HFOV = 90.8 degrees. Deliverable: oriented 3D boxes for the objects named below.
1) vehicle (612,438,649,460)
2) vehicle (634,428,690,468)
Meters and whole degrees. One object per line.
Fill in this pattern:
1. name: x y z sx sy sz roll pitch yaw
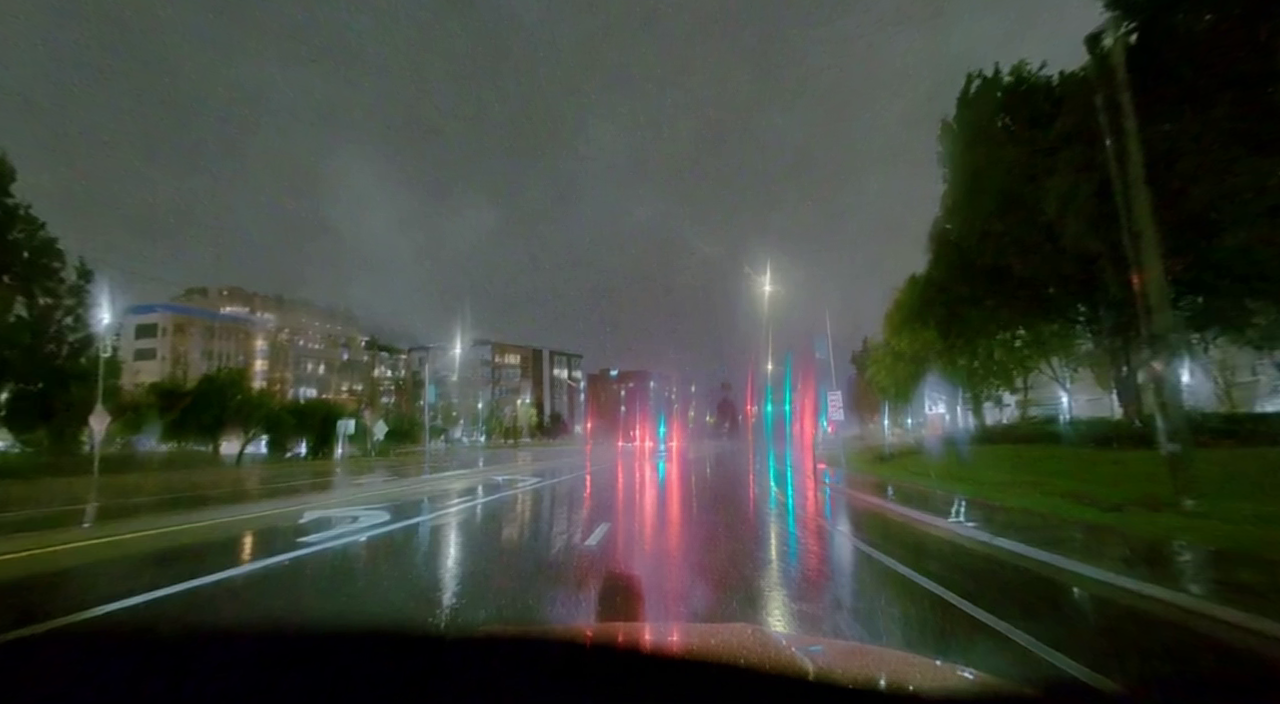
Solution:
1. vehicle: -0.620 6.993 45.695 1.952 1.472 4.312 -2 -9 10
2. vehicle: 1.281 5.131 33.768 2.356 1.931 4.840 -2 -9 9
